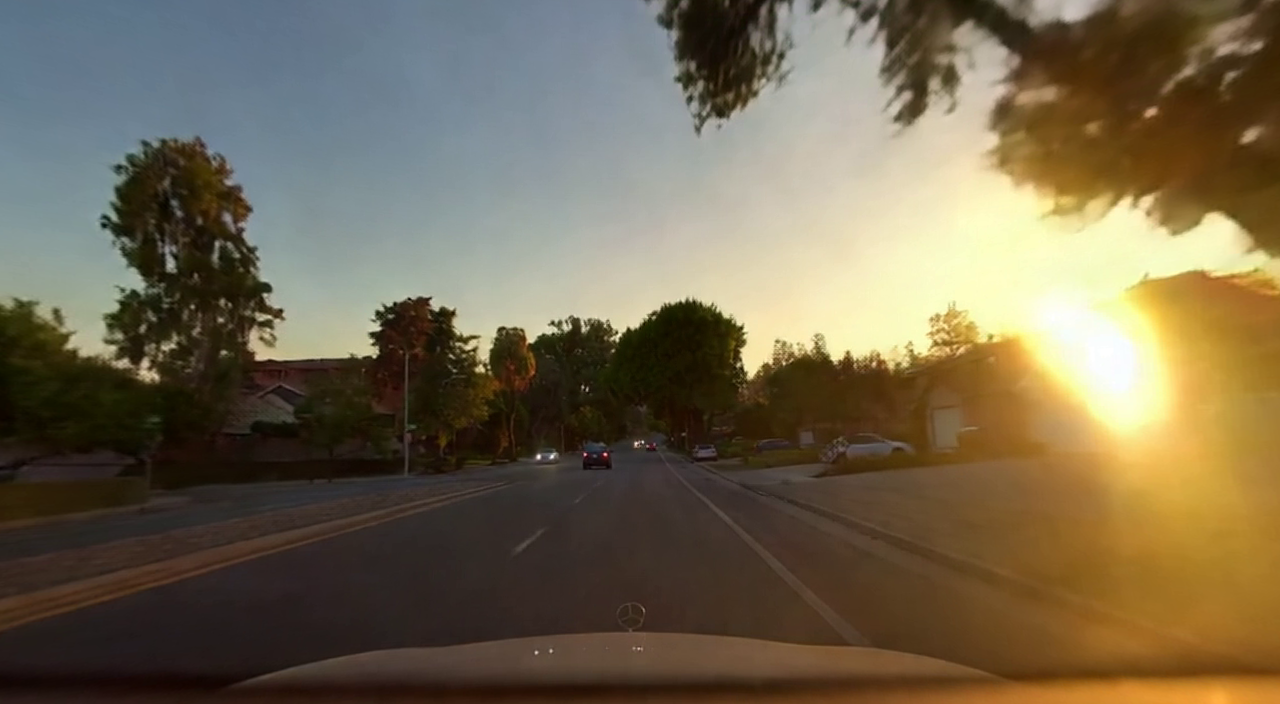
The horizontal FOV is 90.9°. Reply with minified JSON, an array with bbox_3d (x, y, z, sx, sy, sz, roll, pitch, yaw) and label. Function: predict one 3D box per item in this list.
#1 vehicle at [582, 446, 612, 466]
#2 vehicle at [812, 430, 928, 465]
[{"bbox_3d":[-3.218,7.886,47.988,1.973,1.400,3.915,0,-9,0],"label":"vehicle"},{"bbox_3d":[10.574,4.440,29.233,4.606,1.525,1.932,0,-9,-1],"label":"vehicle"}]
